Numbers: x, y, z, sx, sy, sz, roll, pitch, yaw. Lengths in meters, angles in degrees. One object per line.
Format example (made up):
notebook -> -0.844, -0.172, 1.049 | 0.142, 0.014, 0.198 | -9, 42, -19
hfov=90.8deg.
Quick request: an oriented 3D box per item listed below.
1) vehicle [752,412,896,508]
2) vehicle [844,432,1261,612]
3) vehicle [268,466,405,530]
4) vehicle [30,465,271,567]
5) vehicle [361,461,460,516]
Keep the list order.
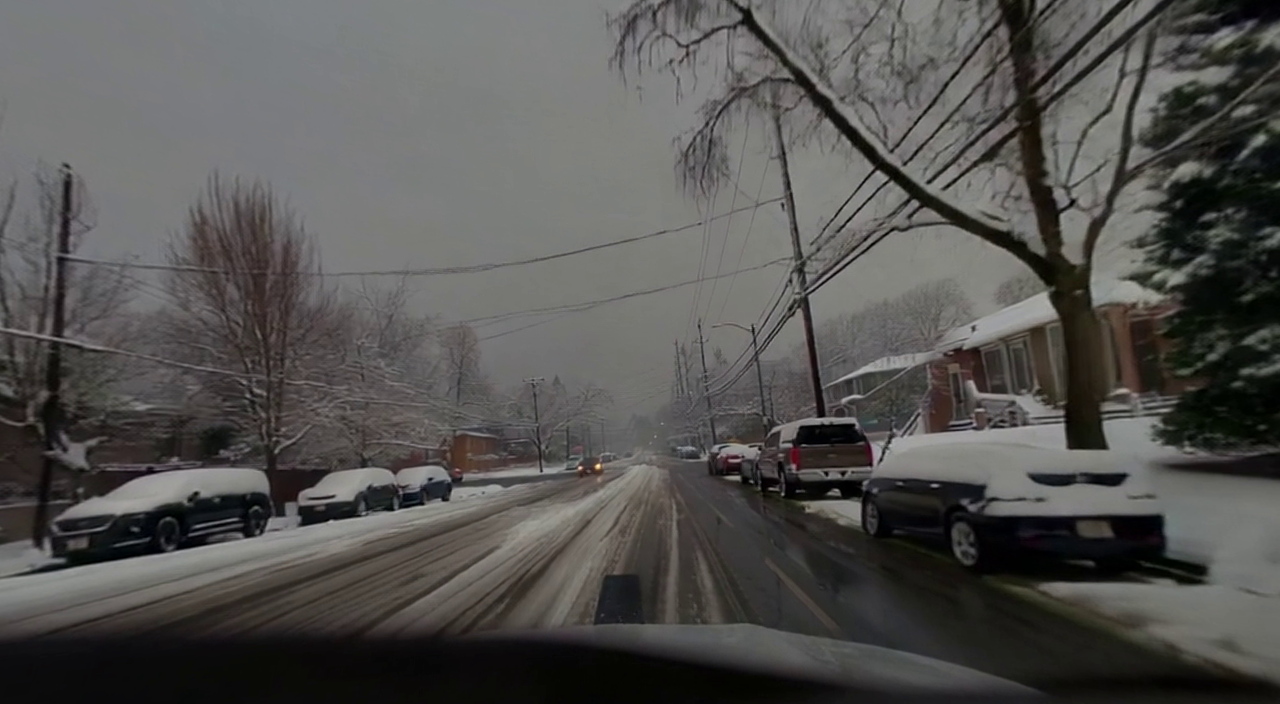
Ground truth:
vehicle -> 4.672, 2.879, 17.212 | 2.330, 2.160, 5.550 | 0, -8, 1
vehicle -> 4.332, 1.845, 7.974 | 1.927, 1.483, 5.100 | -1, -9, 2
vehicle -> -10.719, 5.164, 22.933 | 2.089, 1.837, 5.499 | -1, -8, 2
vehicle -> -10.972, 3.629, 14.727 | 1.937, 1.837, 4.414 | -1, -8, 2
vehicle -> -10.291, 6.130, 28.955 | 2.282, 2.060, 5.738 | 0, -8, 1
